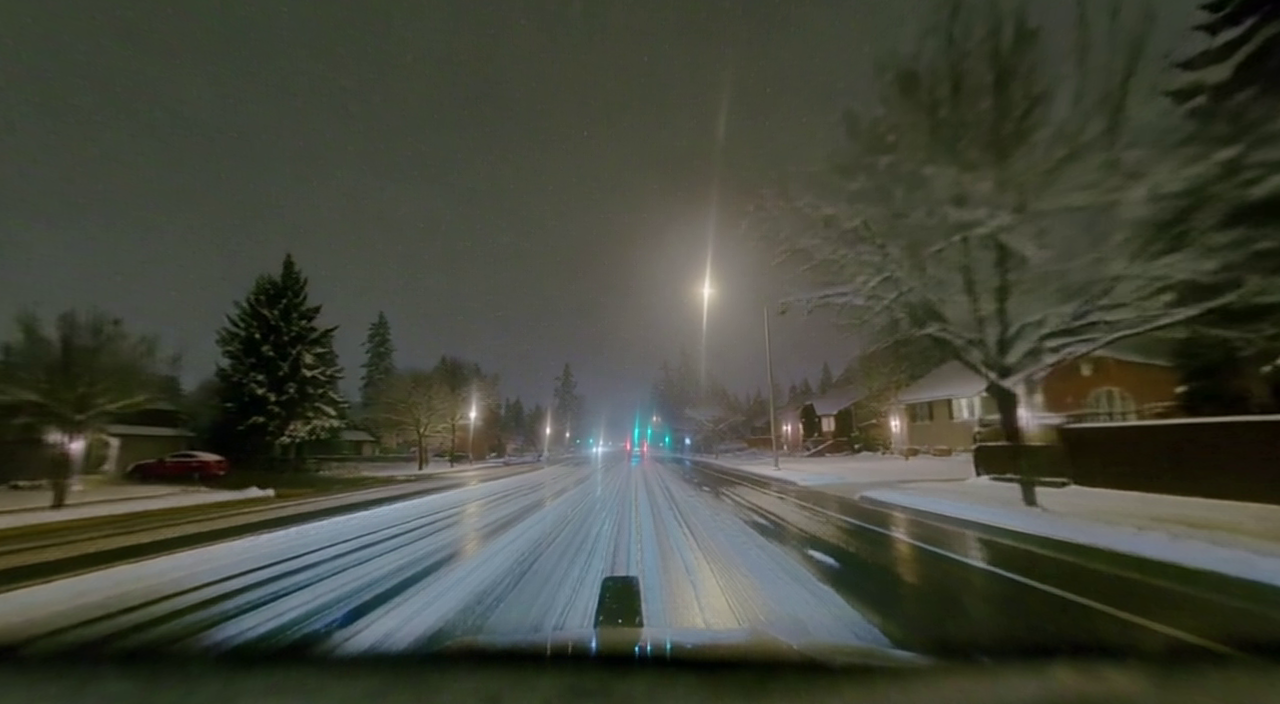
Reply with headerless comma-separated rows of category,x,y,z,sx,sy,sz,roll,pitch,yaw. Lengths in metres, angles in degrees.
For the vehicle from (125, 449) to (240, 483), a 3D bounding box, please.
vehicle,-24.870,6.194,34.344,4.605,1.682,2.105,-1,-8,0
